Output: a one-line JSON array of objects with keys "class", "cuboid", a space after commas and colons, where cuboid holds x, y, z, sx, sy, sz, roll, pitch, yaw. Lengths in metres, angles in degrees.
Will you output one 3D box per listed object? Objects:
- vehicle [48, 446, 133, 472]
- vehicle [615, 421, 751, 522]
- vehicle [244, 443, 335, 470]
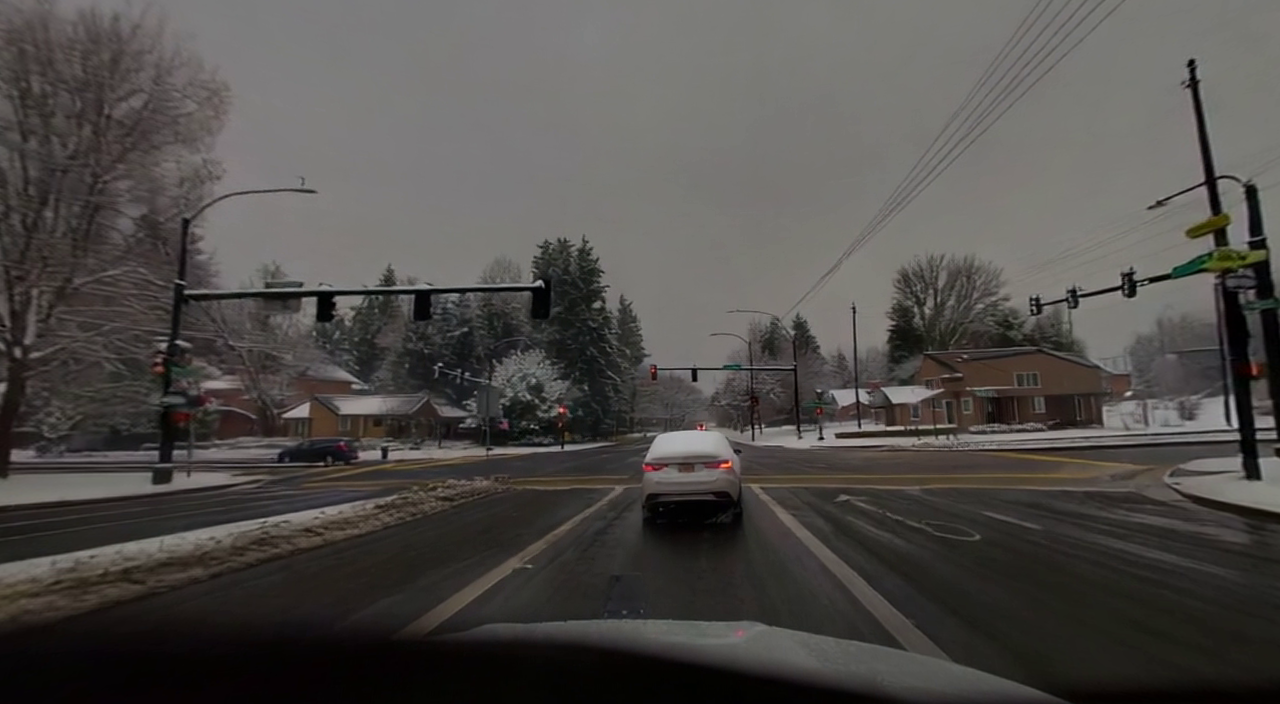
[{"class": "vehicle", "cuboid": [-36.489, 7.080, 41.690, 4.612, 1.673, 1.972, -3, -9, 17]}, {"class": "vehicle", "cuboid": [0.867, 2.255, 12.411, 2.139, 1.564, 4.901, -1, -8, 5]}, {"class": "vehicle", "cuboid": [-20.774, 6.160, 37.217, 4.735, 1.472, 1.932, -3, -9, 19]}]
